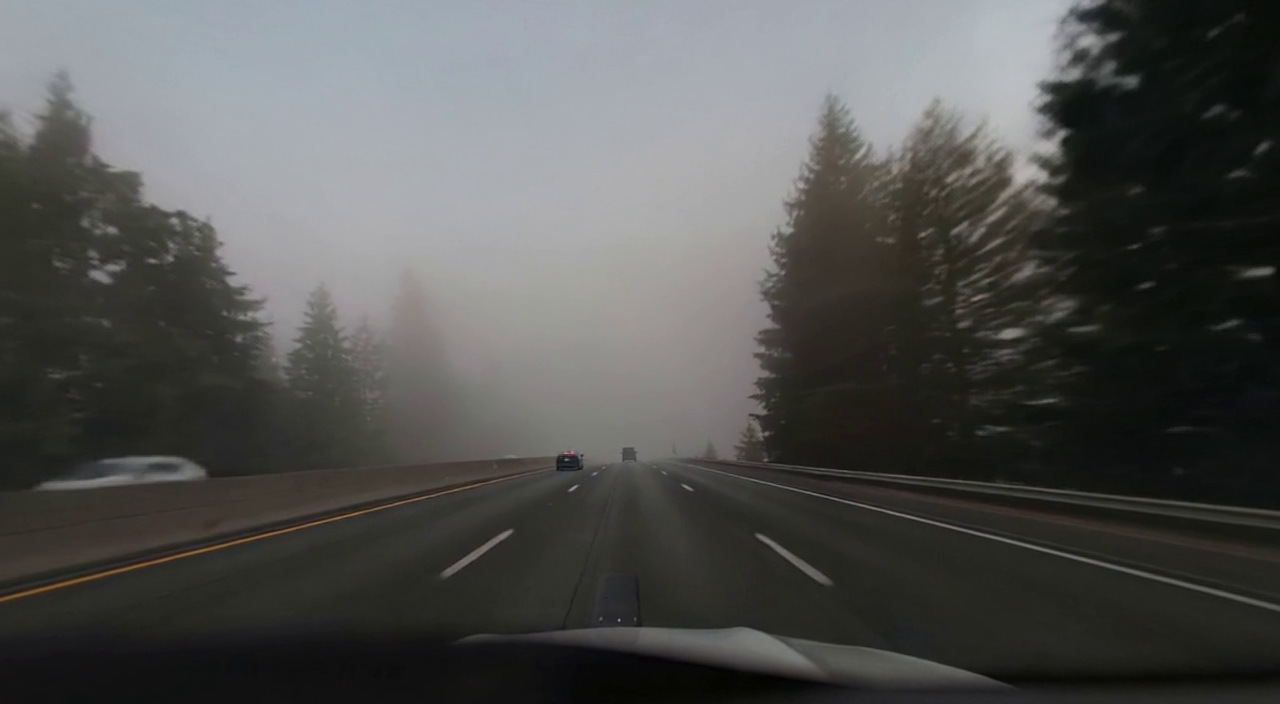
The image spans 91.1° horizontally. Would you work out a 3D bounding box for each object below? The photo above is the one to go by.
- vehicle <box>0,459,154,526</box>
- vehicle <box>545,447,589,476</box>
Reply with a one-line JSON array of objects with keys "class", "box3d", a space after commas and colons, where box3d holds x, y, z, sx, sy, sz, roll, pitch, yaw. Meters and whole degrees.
[{"class": "vehicle", "box3d": [-15.965, 3.728, 17.199, 1.884, 1.518, 4.311, 0, -9, 0]}, {"class": "vehicle", "box3d": [-4.027, 6.079, 35.222, 1.970, 1.492, 3.944, 0, -9, 0]}]
